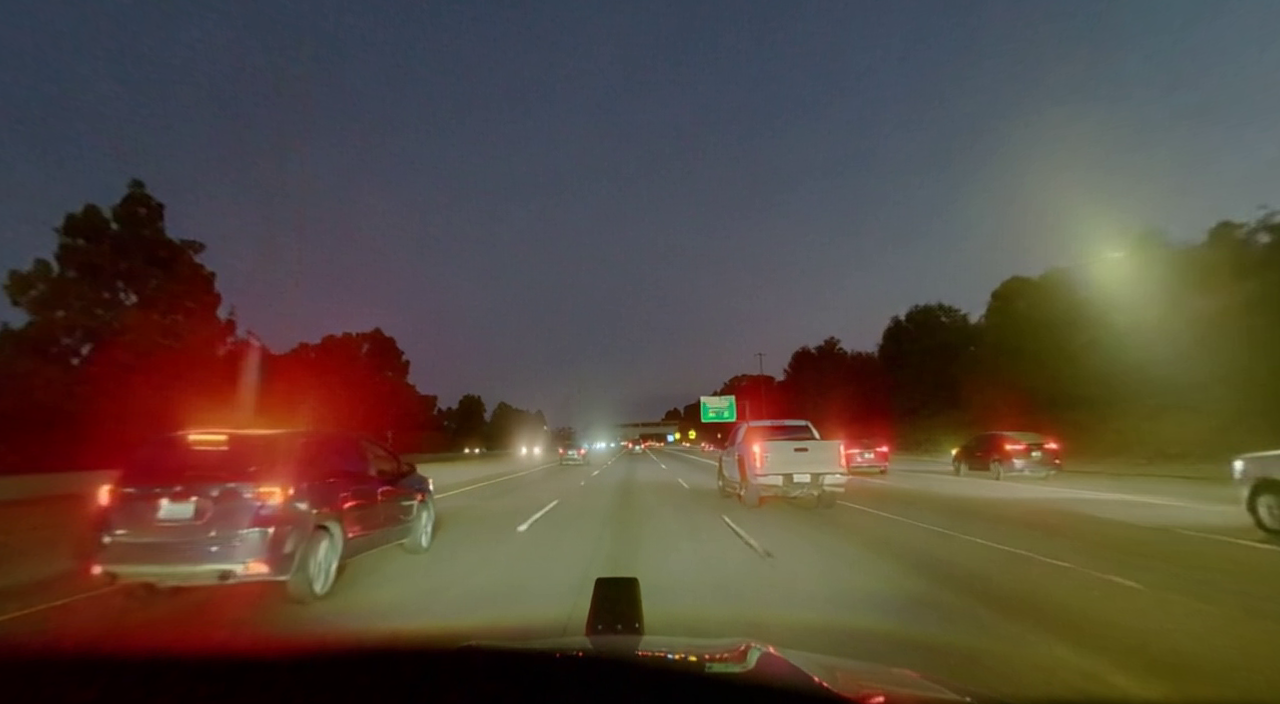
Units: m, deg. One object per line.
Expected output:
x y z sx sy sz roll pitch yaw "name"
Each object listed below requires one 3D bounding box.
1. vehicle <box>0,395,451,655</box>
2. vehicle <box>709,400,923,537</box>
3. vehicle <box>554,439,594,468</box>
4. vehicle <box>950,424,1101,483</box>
-3.610 1.436 6.307 2.119 1.654 4.353 0 -8 0 "vehicle"
2.729 2.019 11.576 2.200 1.870 5.649 0 -8 -1 "vehicle"
-3.933 6.130 38.364 1.992 1.651 4.185 0 -8 0 "vehicle"
13.144 3.514 22.013 2.076 1.799 4.871 0 -8 -1 "vehicle"
